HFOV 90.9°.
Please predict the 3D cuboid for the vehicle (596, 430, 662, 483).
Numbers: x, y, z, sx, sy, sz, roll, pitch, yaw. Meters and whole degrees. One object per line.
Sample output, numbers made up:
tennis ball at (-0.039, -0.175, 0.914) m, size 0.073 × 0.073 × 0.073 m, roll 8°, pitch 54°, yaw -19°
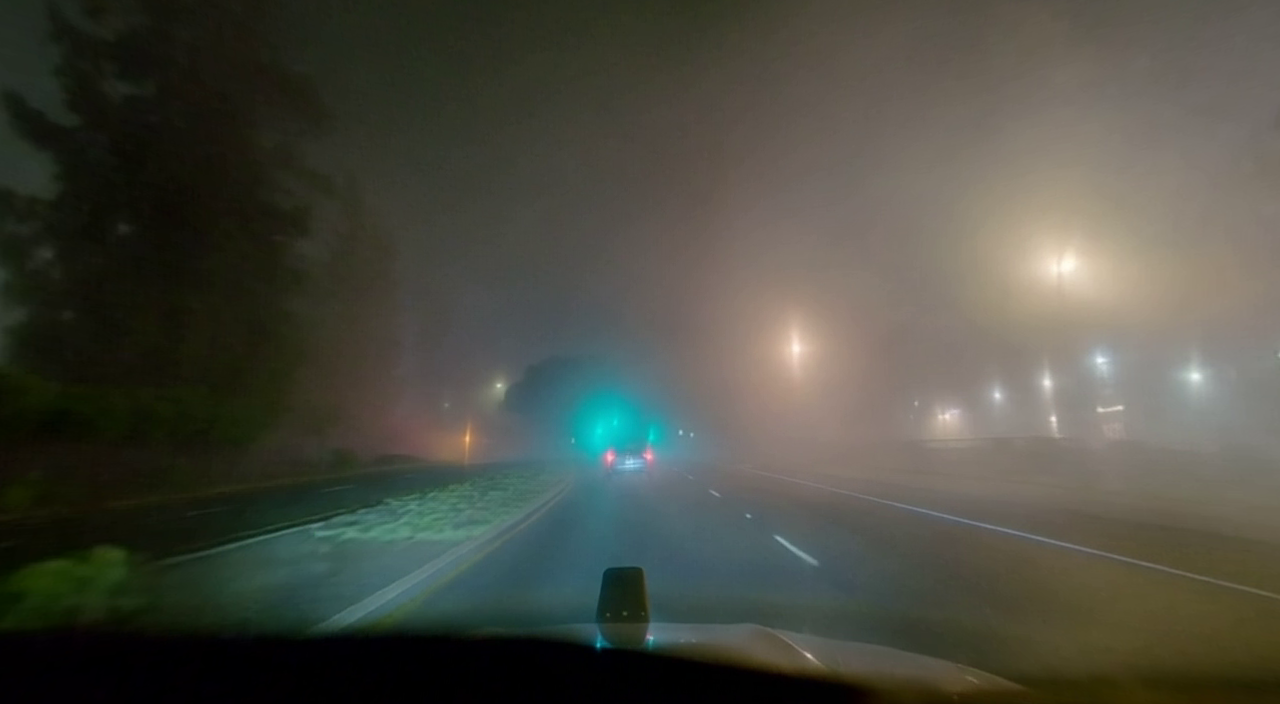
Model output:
vehicle at (-0.402, 3.811, 23.195) m, size 2.192 × 1.734 × 4.176 m, roll 0°, pitch -8°, yaw -1°
